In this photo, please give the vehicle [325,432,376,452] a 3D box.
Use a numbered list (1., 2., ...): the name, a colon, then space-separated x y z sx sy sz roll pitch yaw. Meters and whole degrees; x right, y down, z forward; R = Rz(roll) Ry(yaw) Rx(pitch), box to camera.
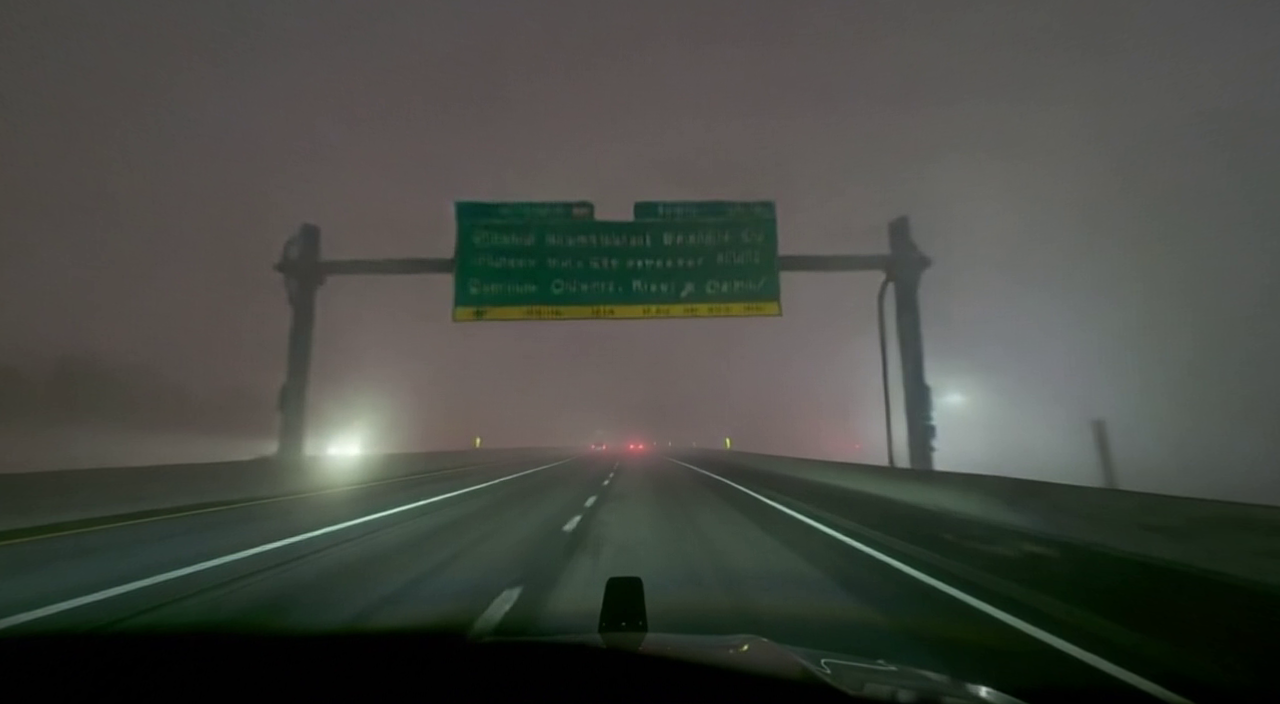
1. vehicle: -22.433 6.993 48.912 1.930 1.526 4.257 0 -8 0
